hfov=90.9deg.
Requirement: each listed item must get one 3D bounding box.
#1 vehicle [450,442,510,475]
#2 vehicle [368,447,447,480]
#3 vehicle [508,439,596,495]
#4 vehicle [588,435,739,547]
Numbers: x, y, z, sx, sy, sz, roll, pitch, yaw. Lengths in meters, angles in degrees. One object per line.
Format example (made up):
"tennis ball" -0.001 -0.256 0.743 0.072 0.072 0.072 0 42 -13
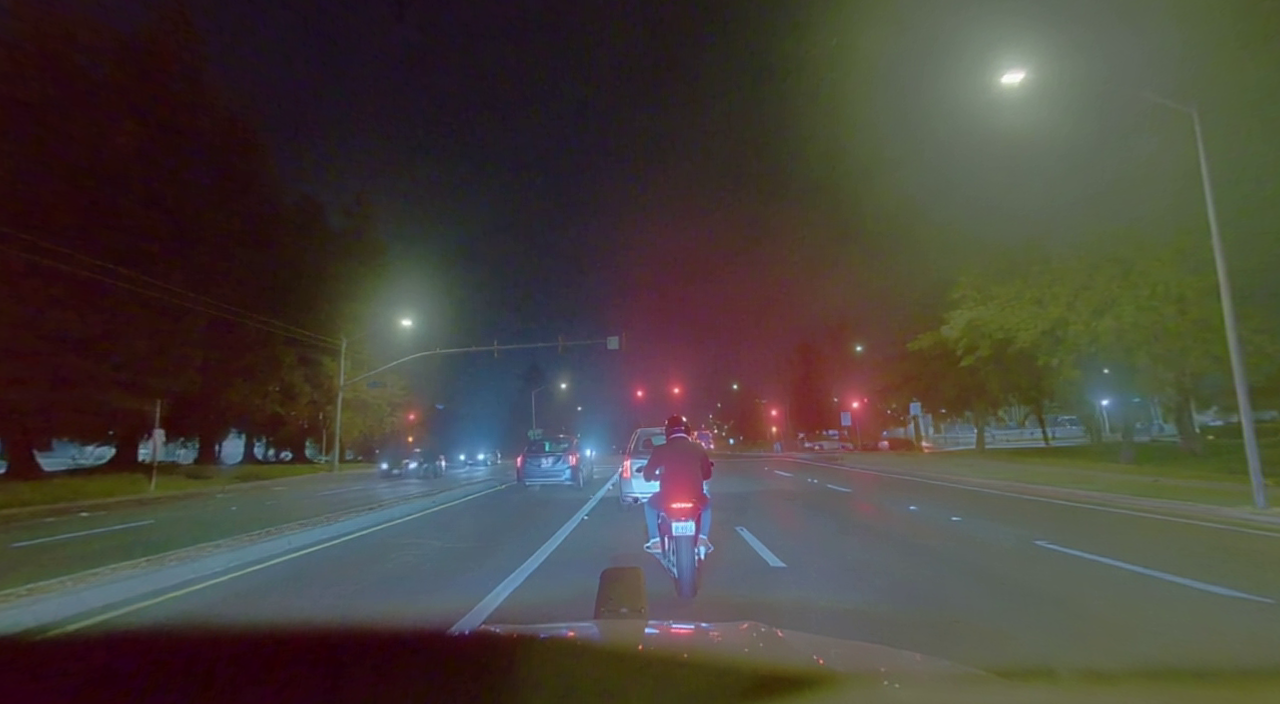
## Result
"vehicle" -7.709 5.127 30.707 1.735 1.480 4.137 -1 -8 2
"vehicle" -11.171 5.354 30.670 1.936 1.425 4.630 -1 -8 2
"vehicle" -2.521 3.405 19.119 1.979 1.499 3.840 -1 -8 2
"vehicle" 0.334 2.183 10.731 2.009 1.450 4.608 -1 -8 1
